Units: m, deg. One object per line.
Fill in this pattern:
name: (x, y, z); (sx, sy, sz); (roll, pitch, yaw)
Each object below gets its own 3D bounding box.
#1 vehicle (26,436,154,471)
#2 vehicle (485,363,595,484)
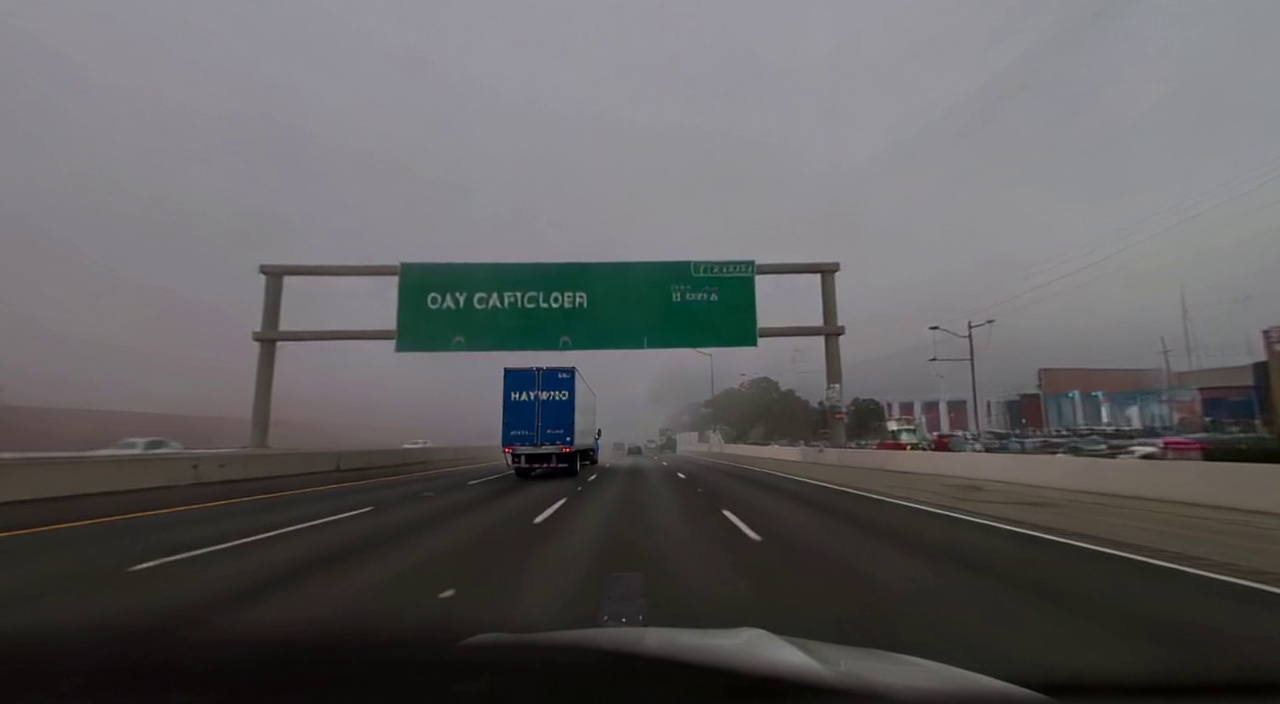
vehicle: (-25.821, 4.779, 29.888); (1.807, 1.531, 4.576); (0, -8, 2)
vehicle: (-3.746, 2.946, 26.142); (2.977, 4.048, 8.890); (2, -6, 0)
